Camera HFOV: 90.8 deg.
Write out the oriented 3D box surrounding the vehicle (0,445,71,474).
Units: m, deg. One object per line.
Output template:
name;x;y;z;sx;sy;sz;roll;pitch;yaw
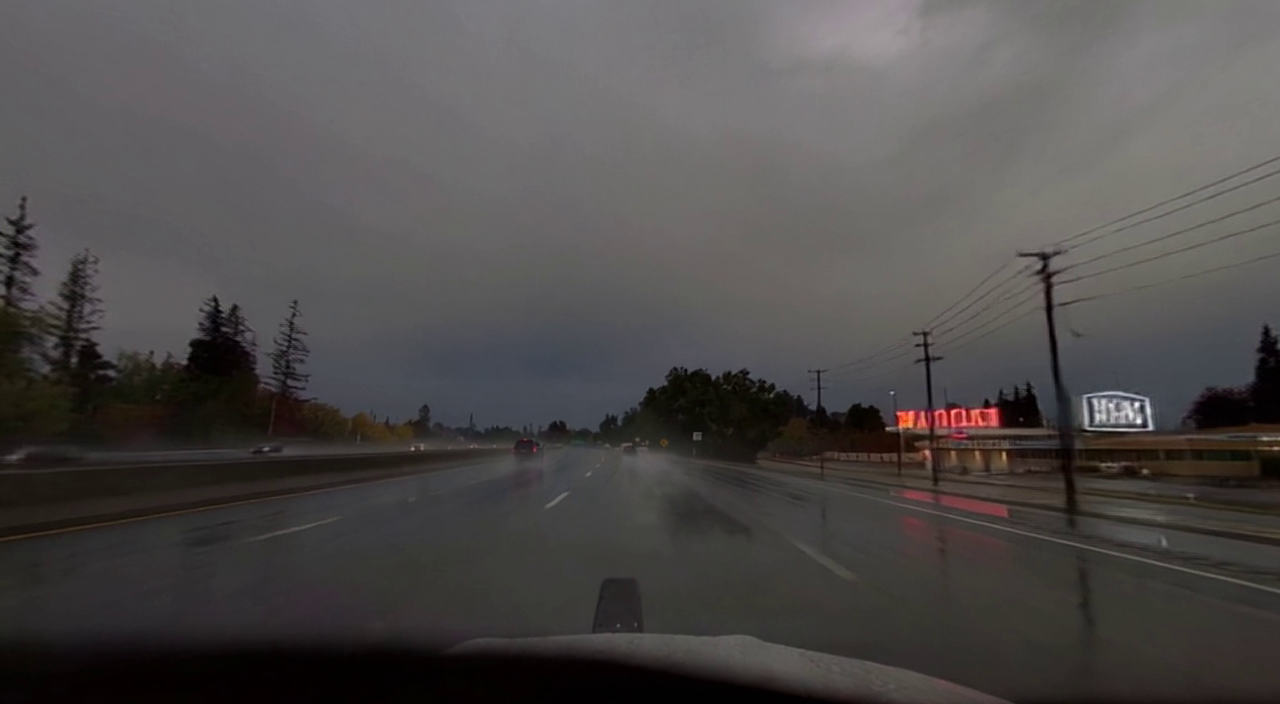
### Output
vehicle;-33.654;5.758;34.048;1.826;1.481;4.520;0;-8;-2
